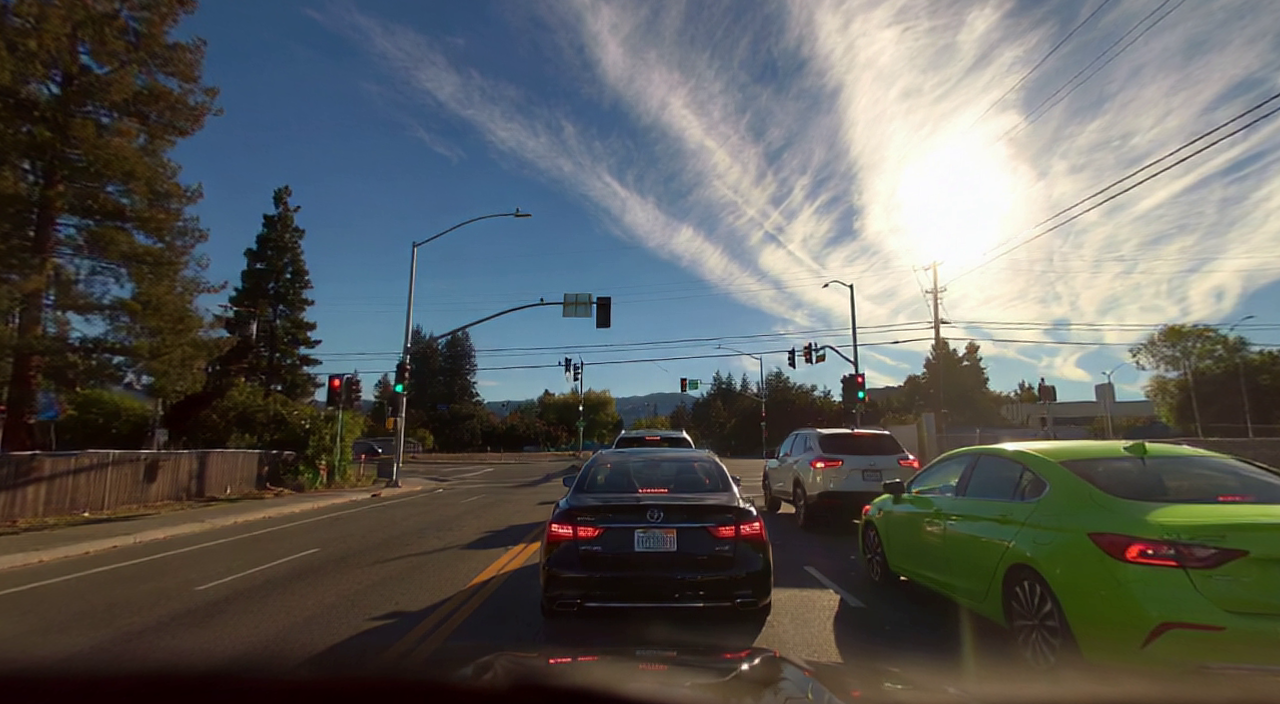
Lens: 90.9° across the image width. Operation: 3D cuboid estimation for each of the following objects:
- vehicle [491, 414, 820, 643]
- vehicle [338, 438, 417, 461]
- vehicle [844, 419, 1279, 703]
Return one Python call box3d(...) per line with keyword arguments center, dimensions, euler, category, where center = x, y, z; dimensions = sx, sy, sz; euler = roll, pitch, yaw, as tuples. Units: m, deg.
box3d(center=(0.069, 1.488, 6.421), dimensions=(2.170, 1.497, 4.369), euler=(0, -8, -1), category="vehicle")
box3d(center=(-17.229, 6.410, 41.469), dimensions=(4.406, 1.458, 1.892), euler=(-1, -8, 7), category="vehicle")
box3d(center=(3.093, 1.248, 4.139), dimensions=(2.027, 1.432, 4.431), euler=(0, -8, 0), category="vehicle")
